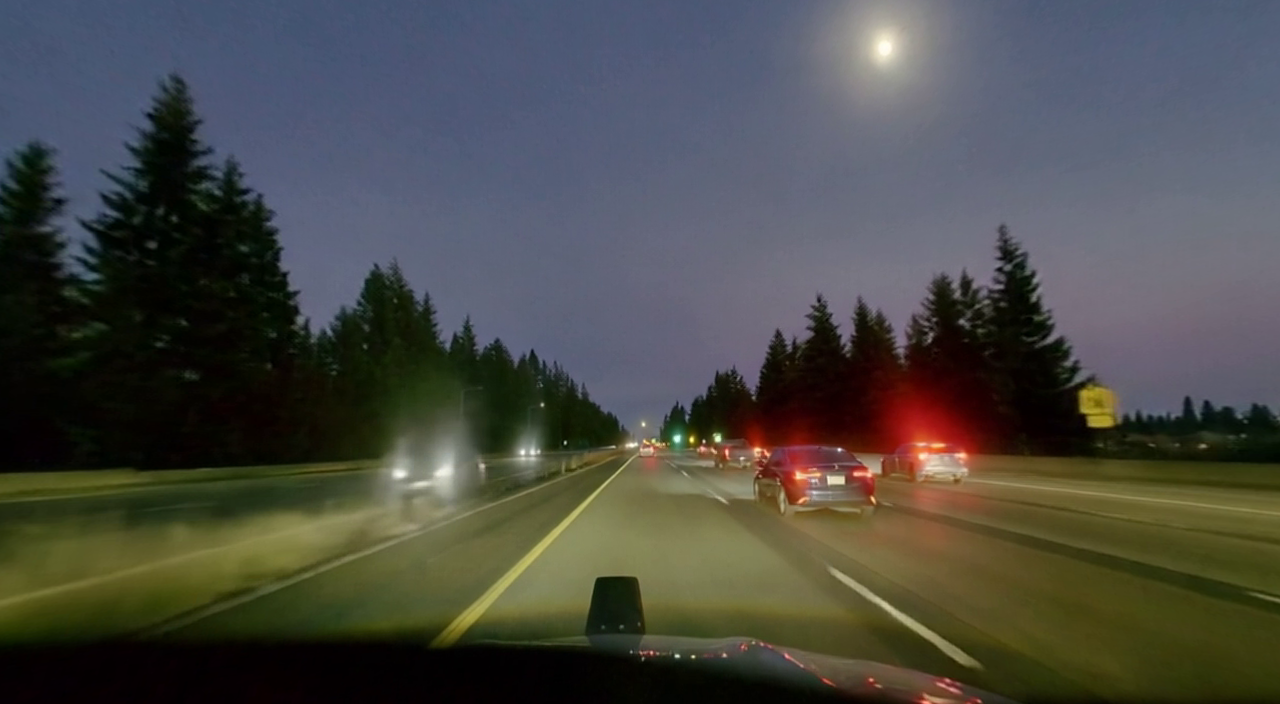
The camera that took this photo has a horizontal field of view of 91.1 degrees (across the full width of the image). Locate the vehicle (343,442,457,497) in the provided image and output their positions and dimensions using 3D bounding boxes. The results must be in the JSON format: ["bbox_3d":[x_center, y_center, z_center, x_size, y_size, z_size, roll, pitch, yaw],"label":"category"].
[{"bbox_3d":[-8.005,3.937,21.493,2.163,1.686,4.251,0,-8,1],"label":"vehicle"}]

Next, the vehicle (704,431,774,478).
[{"bbox_3d":[4.273,4.542,28.117,2.206,1.902,5.460,0,-8,0],"label":"vehicle"}]

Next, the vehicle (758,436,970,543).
[{"bbox_3d":[3.548,2.251,11.113,1.904,1.453,4.789,0,-8,-1],"label":"vehicle"}]
